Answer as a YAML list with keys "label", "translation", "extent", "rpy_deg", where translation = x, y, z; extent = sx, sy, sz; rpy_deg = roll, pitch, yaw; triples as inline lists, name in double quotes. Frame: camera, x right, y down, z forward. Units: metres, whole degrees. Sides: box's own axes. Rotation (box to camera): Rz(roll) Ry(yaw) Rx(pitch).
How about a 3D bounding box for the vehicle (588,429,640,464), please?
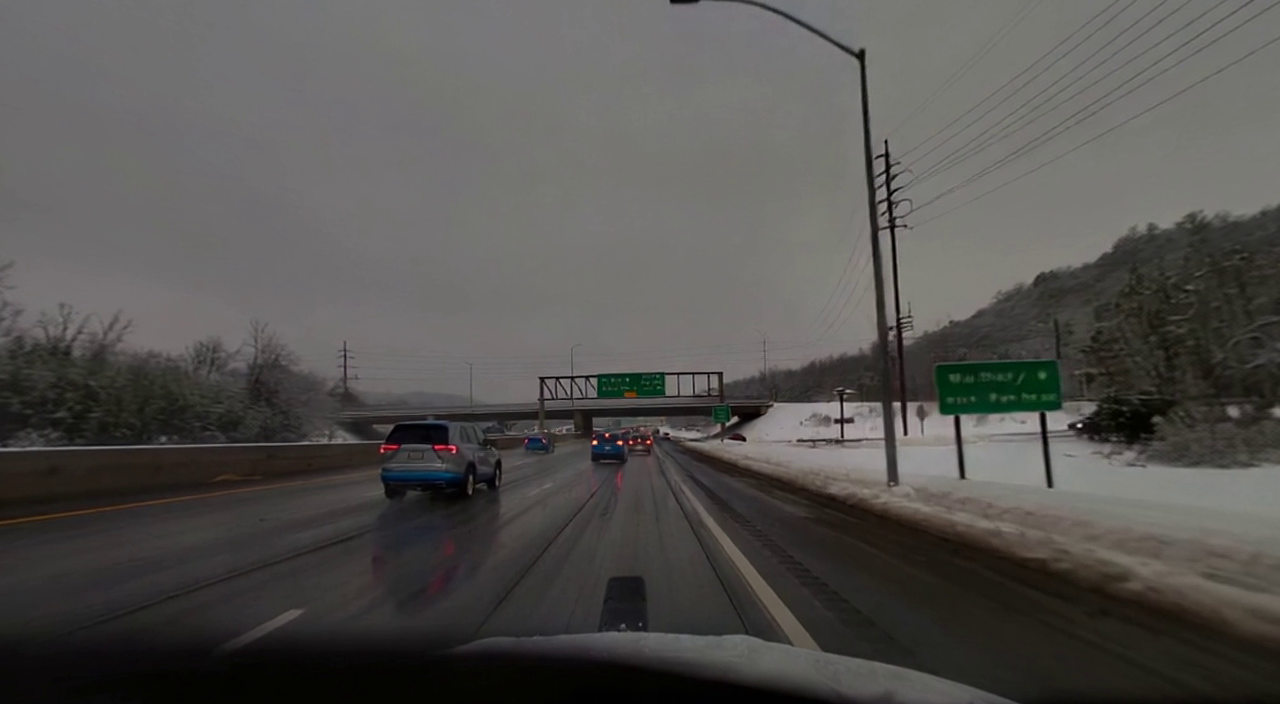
- label: "vehicle"
  translation: [-1.254, 4.845, 32.312]
  extent: [2.193, 1.651, 3.946]
  rpy_deg: [-1, -8, 5]

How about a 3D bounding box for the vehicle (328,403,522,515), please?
- label: "vehicle"
  translation: [-4.031, 2.132, 12.975]
  extent: [2.228, 1.845, 4.847]
  rpy_deg: [0, -8, 1]

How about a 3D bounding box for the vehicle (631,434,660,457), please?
- label: "vehicle"
  translation: [0.370, 6.352, 42.944]
  extent: [1.855, 1.450, 3.716]
  rpy_deg: [0, -8, 0]
